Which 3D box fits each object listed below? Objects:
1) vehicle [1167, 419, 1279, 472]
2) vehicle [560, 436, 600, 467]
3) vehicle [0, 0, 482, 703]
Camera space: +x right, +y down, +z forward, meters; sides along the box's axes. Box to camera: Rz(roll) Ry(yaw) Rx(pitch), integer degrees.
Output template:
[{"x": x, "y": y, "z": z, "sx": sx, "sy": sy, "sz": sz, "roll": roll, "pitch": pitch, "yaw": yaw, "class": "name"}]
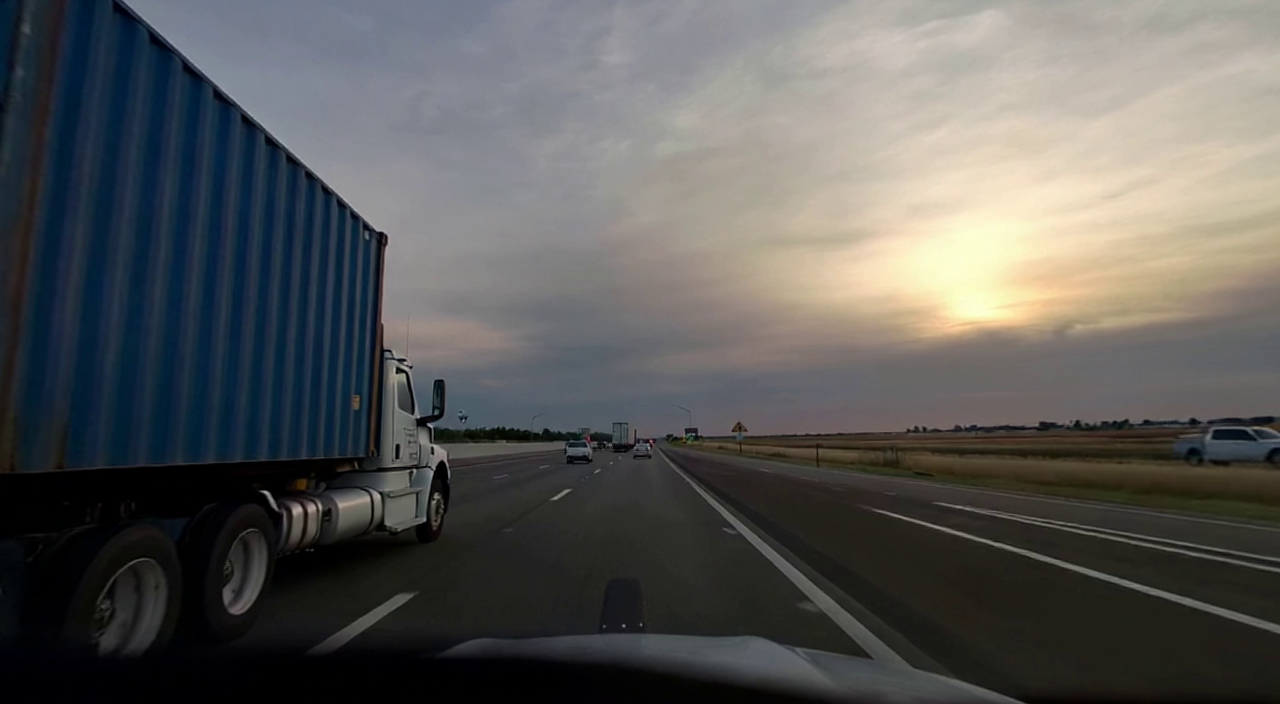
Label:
[{"x": 43.744, "y": 6.589, "z": 44.566, "sx": 3.198, "sy": 3.490, "sz": 9.353, "roll": 3, "pitch": -9, "yaw": -20, "class": "vehicle"}, {"x": -3.554, "y": 6.019, "z": 38.153, "sx": 1.995, "sy": 1.745, "sz": 4.187, "roll": 0, "pitch": -8, "yaw": 0, "class": "vehicle"}, {"x": -3.970, "y": 0.210, "z": 5.825, "sx": 2.987, "sy": 3.868, "sz": 7.576, "roll": 0, "pitch": -8, "yaw": 0, "class": "vehicle"}]
